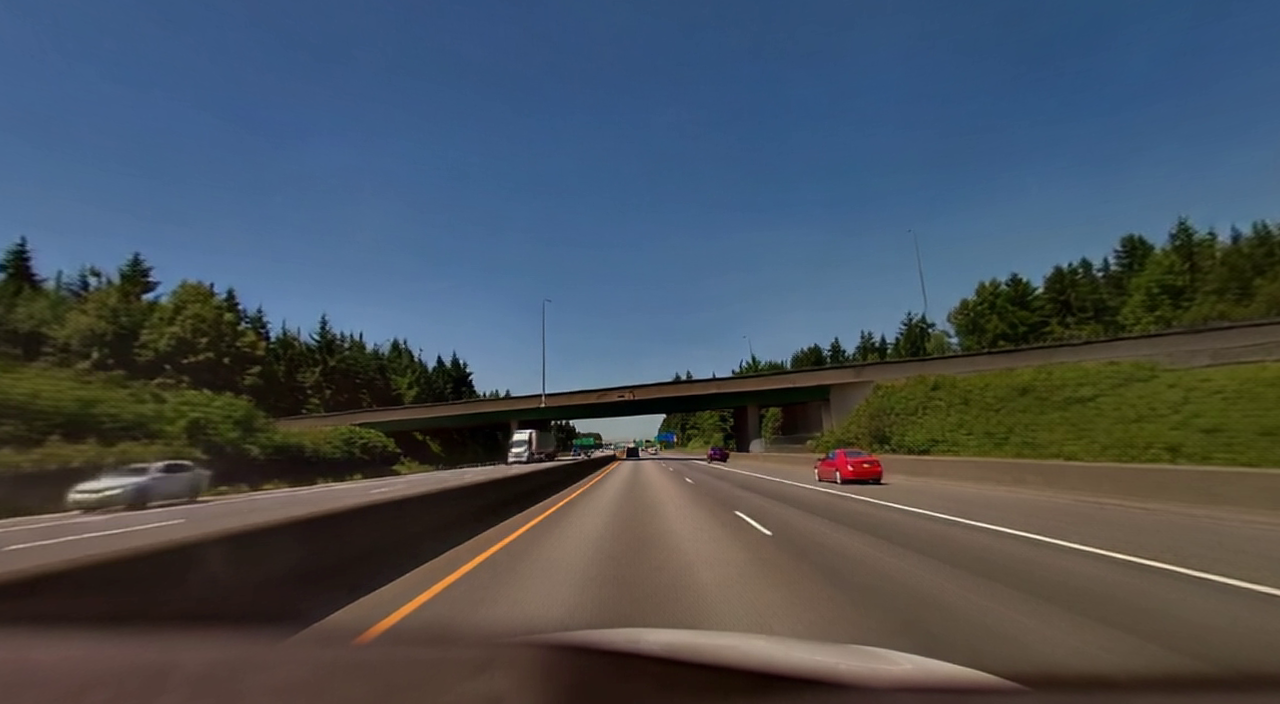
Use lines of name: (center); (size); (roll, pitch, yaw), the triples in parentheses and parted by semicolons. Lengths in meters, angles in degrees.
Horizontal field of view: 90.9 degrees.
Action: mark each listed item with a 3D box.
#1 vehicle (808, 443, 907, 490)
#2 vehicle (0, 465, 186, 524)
vehicle: (7.579, 4.033, 22.468); (1.987, 1.473, 4.244); (0, -9, 0)
vehicle: (-16.068, 4.164, 18.812); (2.048, 1.446, 3.900); (0, -9, 0)
